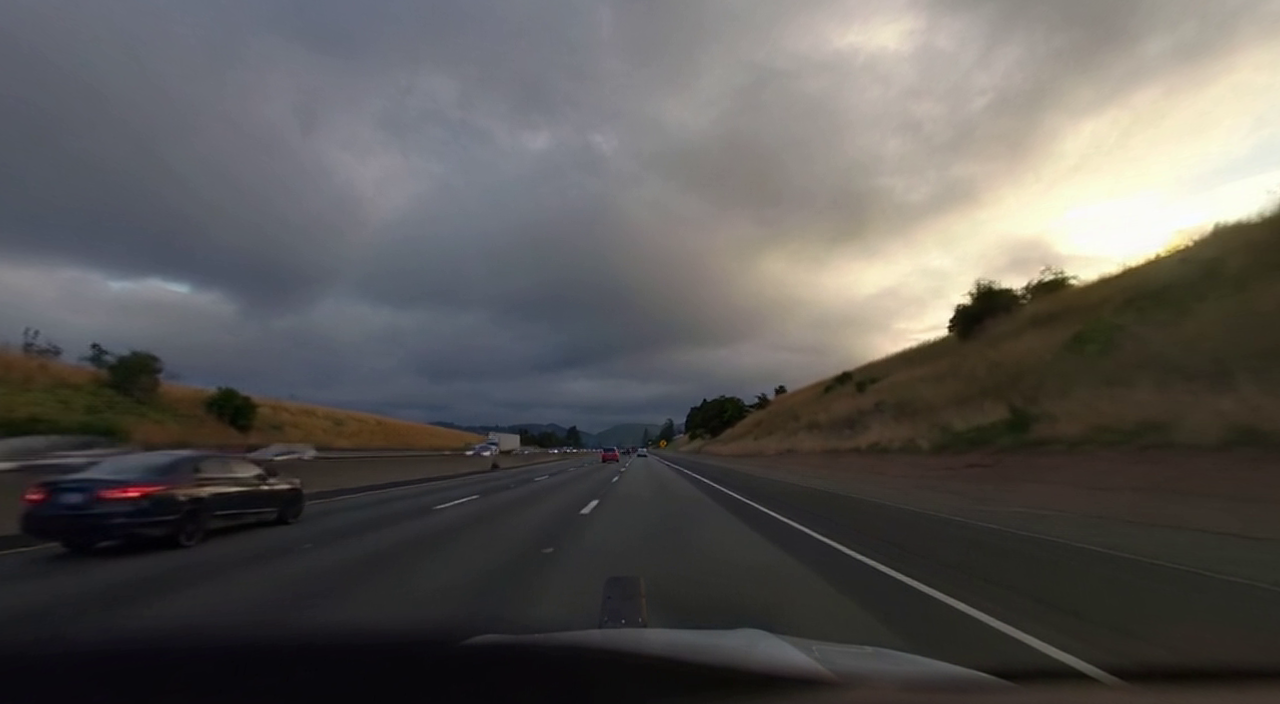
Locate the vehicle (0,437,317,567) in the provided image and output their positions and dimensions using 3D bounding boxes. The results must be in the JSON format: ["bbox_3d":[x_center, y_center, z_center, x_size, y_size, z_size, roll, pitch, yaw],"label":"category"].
[{"bbox_3d":[-6.995,2.072,9.473,1.966,1.476,4.240,0,-9,1],"label":"vehicle"}]
